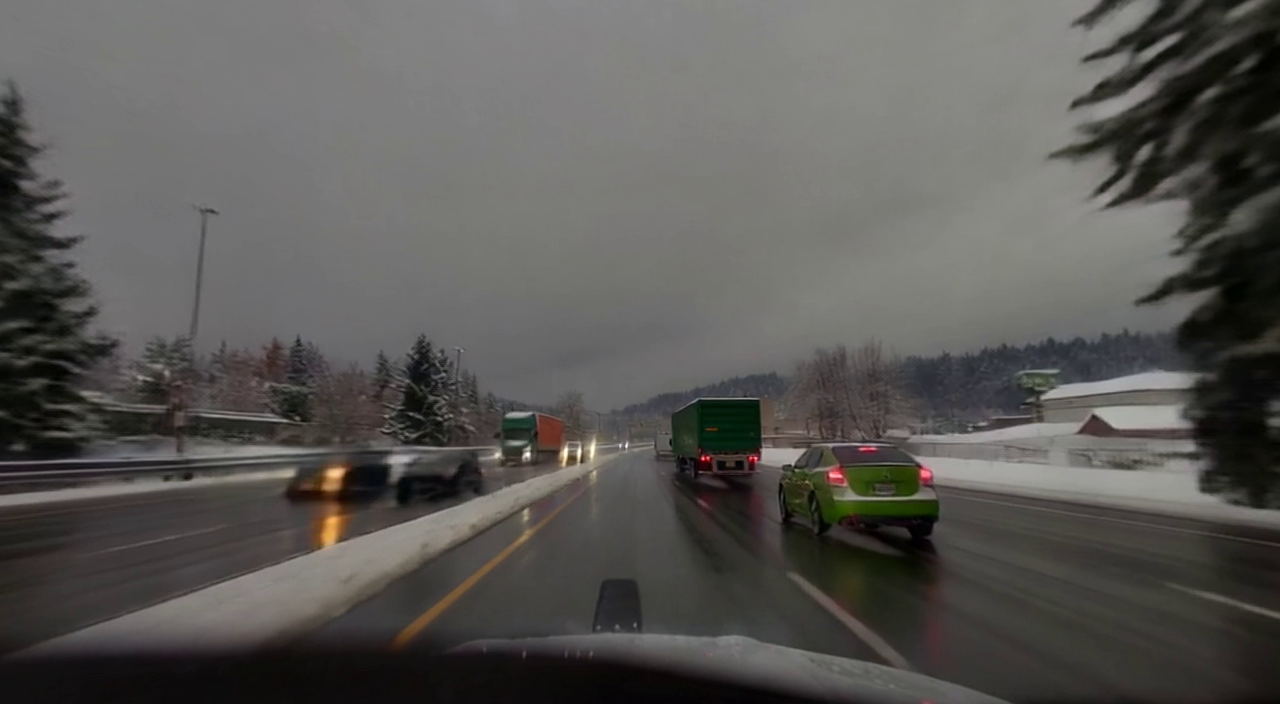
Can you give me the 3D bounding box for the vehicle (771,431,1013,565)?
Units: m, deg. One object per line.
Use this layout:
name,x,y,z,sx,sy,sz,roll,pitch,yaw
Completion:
vehicle,3.404,2.032,9.420,1.971,1.558,3.834,0,-9,-1

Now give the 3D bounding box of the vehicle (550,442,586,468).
vehicle,-5.335,7.691,46.955,2.038,1.801,4.594,-1,-9,1

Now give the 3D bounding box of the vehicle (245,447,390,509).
vehicle,-9.026,3.526,18.041,1.903,1.521,4.161,-1,-9,1

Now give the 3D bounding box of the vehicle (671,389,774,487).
vehicle,3.355,4.241,30.235,2.916,3.563,14.462,0,-9,0

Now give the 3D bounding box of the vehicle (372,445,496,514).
vehicle,-5.113,3.182,16.126,1.817,1.539,3.879,-1,-9,1
